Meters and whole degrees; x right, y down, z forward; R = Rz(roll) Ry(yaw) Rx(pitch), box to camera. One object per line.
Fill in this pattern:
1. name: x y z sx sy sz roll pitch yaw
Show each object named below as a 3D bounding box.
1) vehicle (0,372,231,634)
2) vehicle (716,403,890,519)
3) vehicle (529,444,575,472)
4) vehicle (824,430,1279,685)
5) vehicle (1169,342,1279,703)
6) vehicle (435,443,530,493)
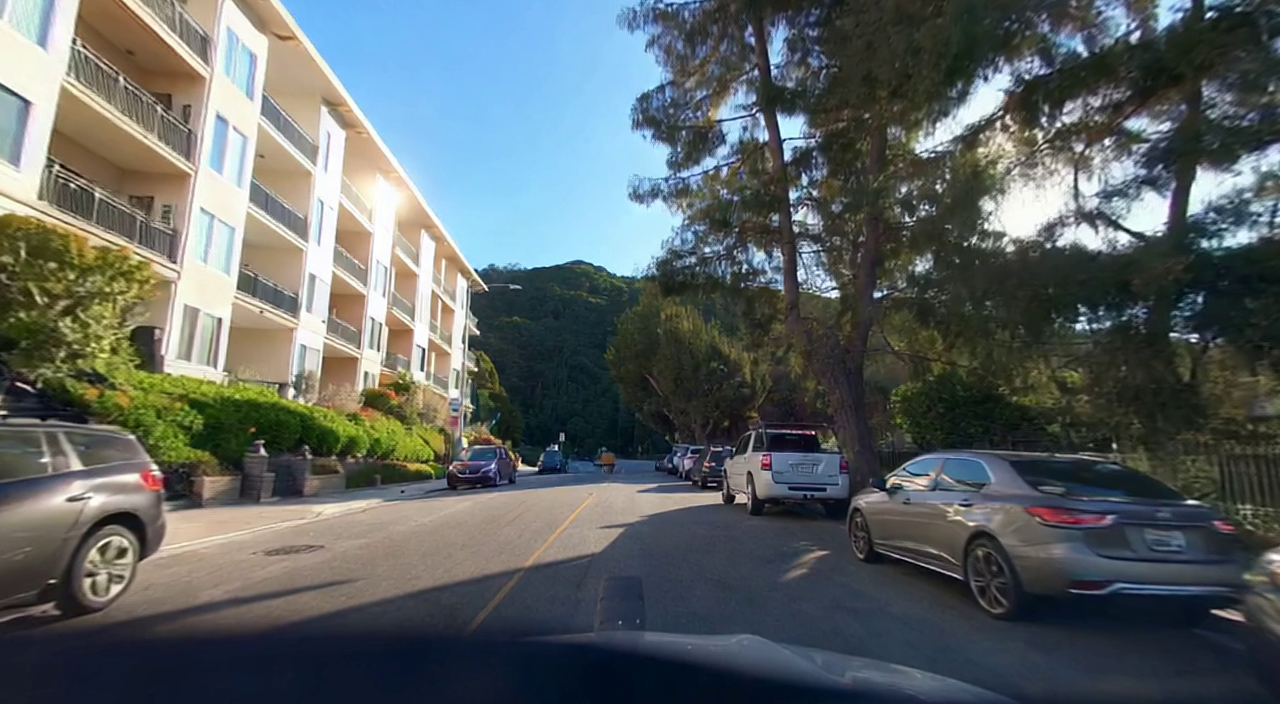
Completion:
1. vehicle: -6.063 1.073 4.214 2.318 1.999 6.524 1 -7 -1
2. vehicle: 3.430 2.485 14.729 2.482 2.184 5.383 0 -9 -1
3. vehicle: -6.610 8.180 48.119 2.692 1.949 5.948 0 -12 -1
4. vehicle: 3.583 1.596 6.206 1.866 1.510 4.615 1 -9 -4
5. vehicle: 3.374 0.560 0.389 2.191 1.749 4.542 0 -9 2
6. vehicle: -6.348 4.752 26.308 2.374 1.843 5.638 0 -9 2
